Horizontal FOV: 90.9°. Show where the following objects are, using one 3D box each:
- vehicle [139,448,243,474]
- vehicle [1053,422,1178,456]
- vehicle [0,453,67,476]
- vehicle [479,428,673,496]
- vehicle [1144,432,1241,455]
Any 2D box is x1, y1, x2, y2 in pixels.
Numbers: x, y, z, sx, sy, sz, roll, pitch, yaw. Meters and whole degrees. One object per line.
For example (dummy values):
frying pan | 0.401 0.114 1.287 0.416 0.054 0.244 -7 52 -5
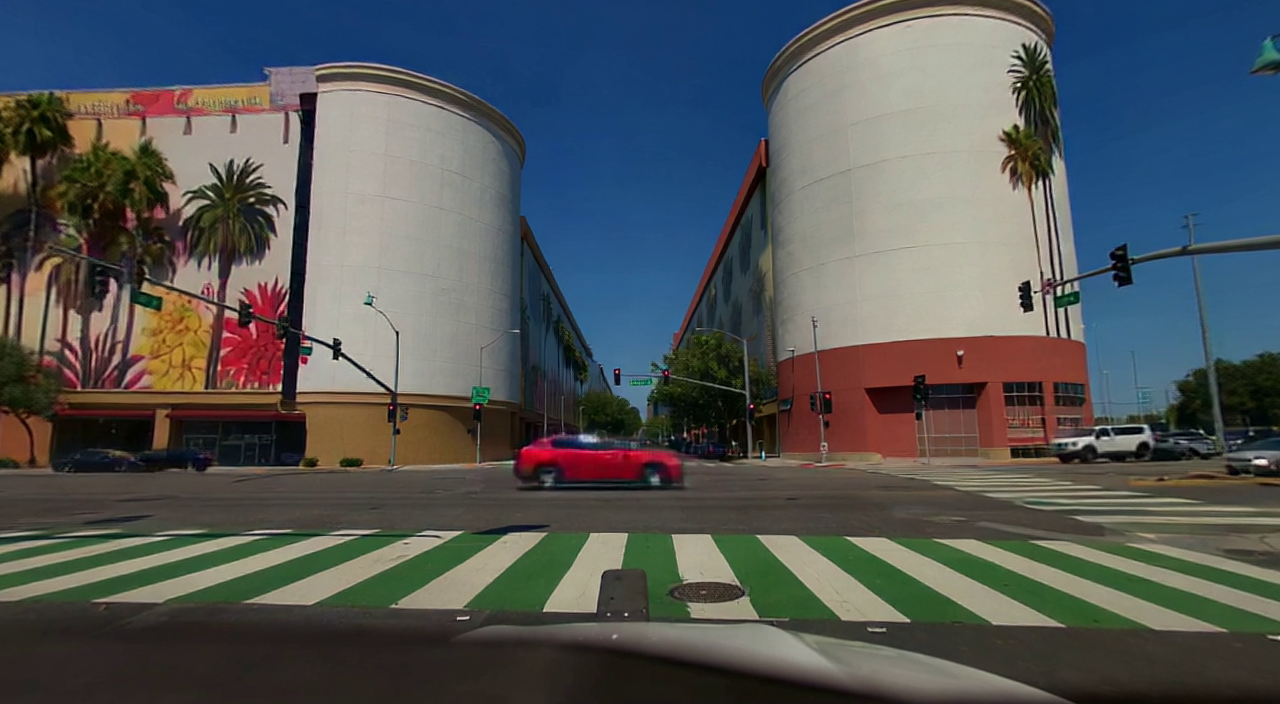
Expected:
vehicle | -26.537 6.429 37.342 4.784 1.465 1.798 0 -8 0
vehicle | 27.706 5.112 36.887 5.477 1.880 2.125 0 -8 1
vehicle | -41.660 7.607 42.769 3.698 1.508 1.779 0 -8 1
vehicle | -1.593 2.930 16.938 4.875 1.669 1.953 0 -8 2
vehicle | 36.161 6.011 41.299 4.606 1.449 1.687 0 -8 2
